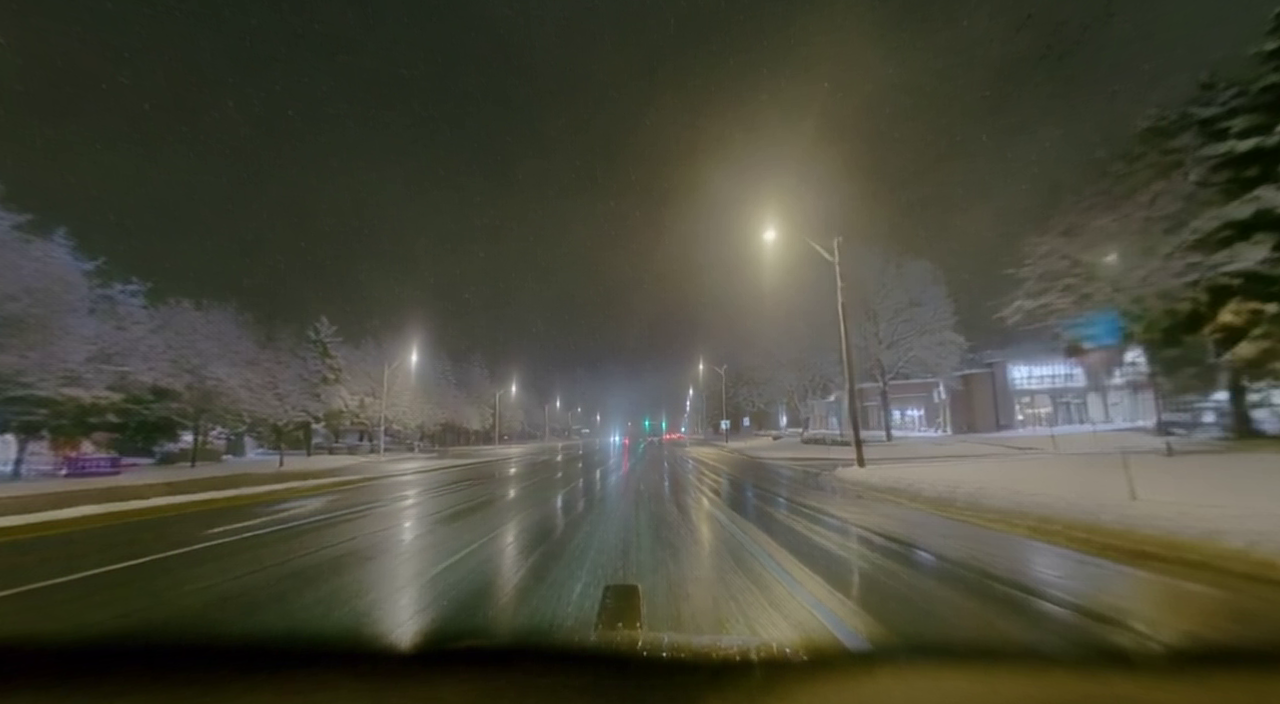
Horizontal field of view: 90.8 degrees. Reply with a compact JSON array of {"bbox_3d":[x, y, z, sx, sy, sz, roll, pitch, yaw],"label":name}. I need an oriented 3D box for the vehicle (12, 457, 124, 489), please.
[{"bbox_3d":[-33.615,7.136,37.229,4.743,1.760,2.046,-1,-9,4],"label":"vehicle"}]

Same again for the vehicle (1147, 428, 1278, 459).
[{"bbox_3d":[27.597,4.463,30.571,4.225,1.404,1.994,-1,-9,5],"label":"vehicle"}]
